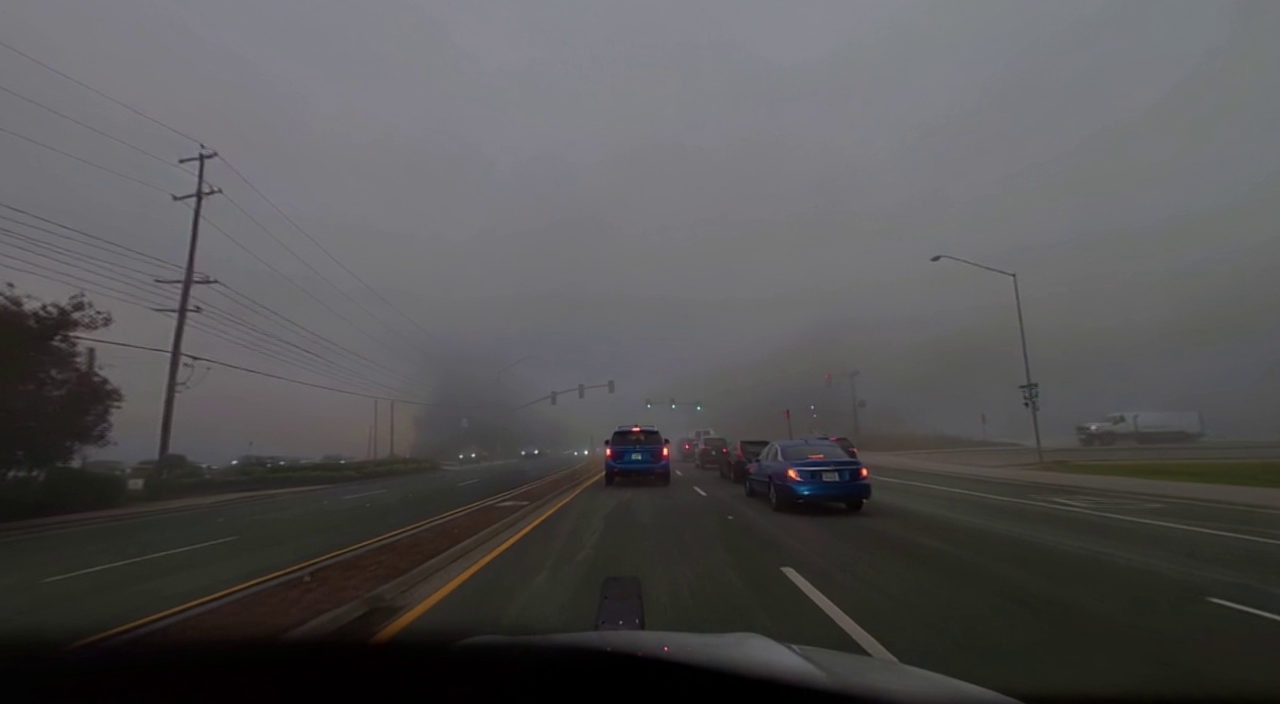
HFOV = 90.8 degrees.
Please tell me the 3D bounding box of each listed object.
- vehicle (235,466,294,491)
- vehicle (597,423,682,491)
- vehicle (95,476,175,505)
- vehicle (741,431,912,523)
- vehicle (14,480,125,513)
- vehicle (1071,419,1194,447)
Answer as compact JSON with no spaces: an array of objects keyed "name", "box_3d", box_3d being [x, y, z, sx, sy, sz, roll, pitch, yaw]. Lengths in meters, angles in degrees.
[{"name":"vehicle","box_3d":[-25.690,8.637,43.219,3.826,1.522,1.741,-7,-10,29]},{"name":"vehicle","box_3d":[-0.042,3.179,19.403,2.300,1.821,4.254,0,-8,-1]},{"name":"vehicle","box_3d":[-33.208,9.102,41.606,3.637,1.483,2.007,-3,-5,2]},{"name":"vehicle","box_3d":[3.372,2.350,12.508,1.984,1.462,4.513,0,-8,0]},{"name":"vehicle","box_3d":[-32.453,8.198,36.015,4.224,1.614,2.123,-1,-8,0]},{"name":"vehicle","box_3d":[37.392,6.237,48.213,7.088,1.918,2.678,-7,-10,38]}]
